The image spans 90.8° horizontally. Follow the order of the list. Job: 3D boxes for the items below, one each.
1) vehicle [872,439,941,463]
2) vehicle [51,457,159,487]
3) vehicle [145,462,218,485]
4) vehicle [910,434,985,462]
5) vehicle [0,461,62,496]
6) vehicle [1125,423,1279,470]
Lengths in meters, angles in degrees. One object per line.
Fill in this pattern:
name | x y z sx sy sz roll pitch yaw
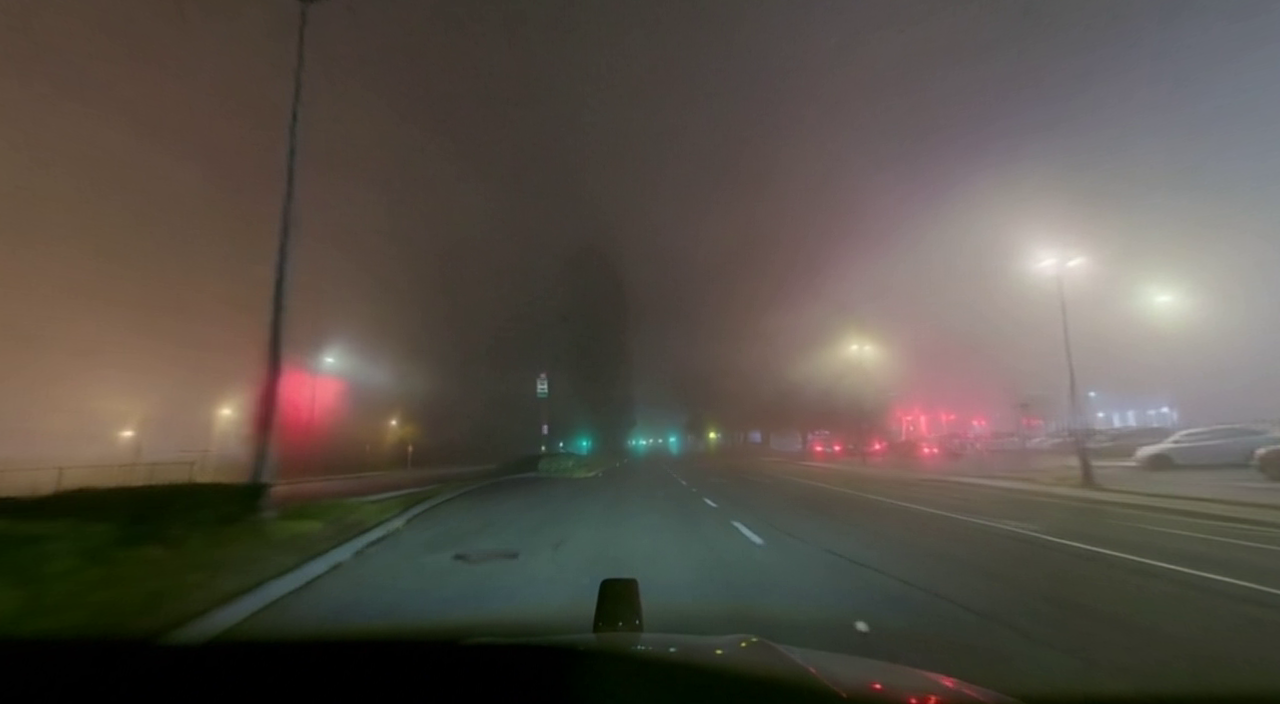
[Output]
vehicle | 17.107 6.379 40.851 1.974 1.446 4.614 1 -8 -8
vehicle | -30.461 6.818 36.070 4.446 1.576 1.838 0 -8 0
vehicle | -29.707 7.850 40.985 3.380 1.342 1.686 -1 -9 1
vehicle | 19.622 6.159 40.545 1.995 1.673 4.725 0 -9 -6
vehicle | -30.376 6.195 30.859 3.651 1.502 1.657 -6 -10 23
vehicle | 21.049 3.500 23.457 2.048 1.559 4.758 1 -8 -4
